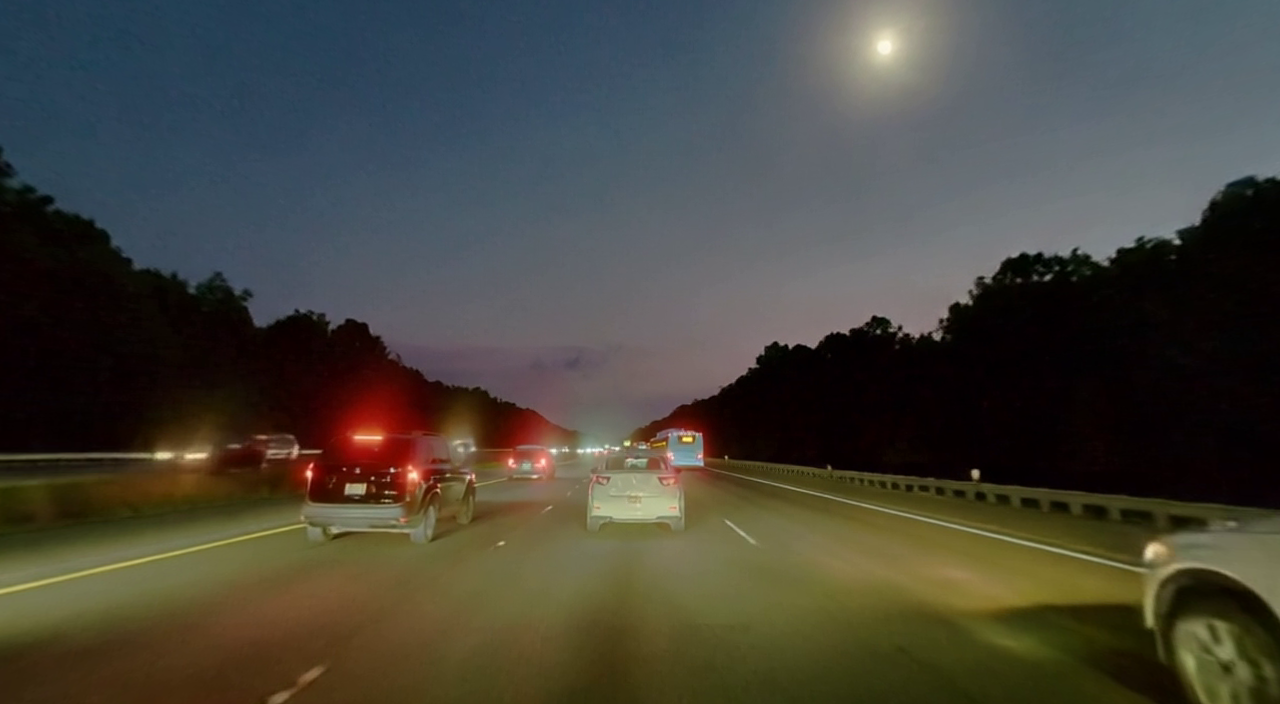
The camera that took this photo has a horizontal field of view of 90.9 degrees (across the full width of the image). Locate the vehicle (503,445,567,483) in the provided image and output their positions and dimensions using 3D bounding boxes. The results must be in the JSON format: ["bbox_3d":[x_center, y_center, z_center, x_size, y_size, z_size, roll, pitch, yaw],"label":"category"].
[{"bbox_3d":[-4.427,4.786,27.143,2.122,1.491,3.800,0,-9,-1],"label":"vehicle"}]

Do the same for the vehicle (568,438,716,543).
[{"bbox_3d":[-0.035,2.316,11.177,2.120,1.478,4.179,0,-9,-2],"label":"vehicle"}]

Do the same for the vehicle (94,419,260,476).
[{"bbox_3d":[-13.267,2.794,18.436,1.780,1.470,4.118,0,-9,-2],"label":"vehicle"}]

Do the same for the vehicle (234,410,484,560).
[{"bbox_3d":[-3.756,1.856,9.398,1.830,1.703,4.142,0,-9,-1],"label":"vehicle"}]

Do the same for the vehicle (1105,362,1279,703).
[{"bbox_3d":[3.741,0.705,1.474,1.996,1.688,4.207,0,-9,-1],"label":"vehicle"}]
